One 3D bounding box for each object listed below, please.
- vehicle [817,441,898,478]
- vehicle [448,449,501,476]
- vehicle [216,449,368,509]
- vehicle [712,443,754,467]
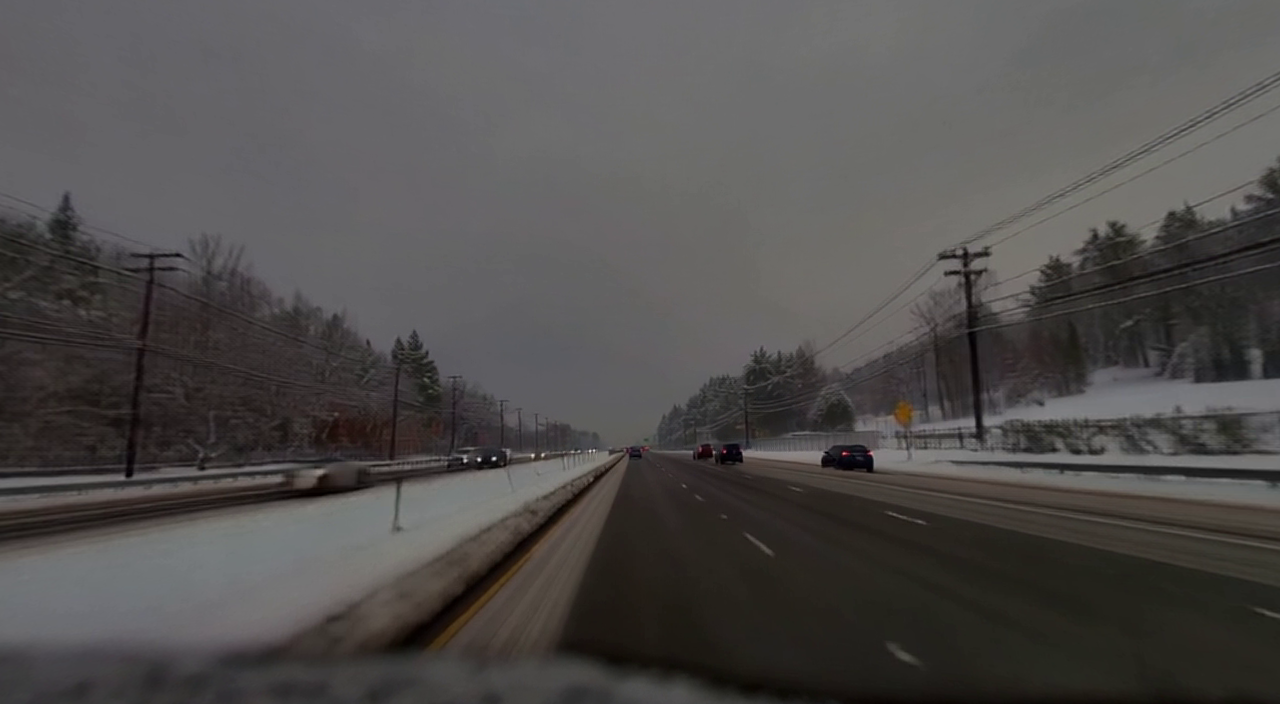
[{"bbox_3d":[9.622,4.777,28.350,1.969,1.506,4.422,0,-8,-2],"label":"vehicle"},{"bbox_3d":[-10.140,6.771,39.044,1.989,1.498,4.593,0,-9,0],"label":"vehicle"},{"bbox_3d":[-9.880,3.600,18.456,1.896,1.499,4.497,0,-8,0],"label":"vehicle"},{"bbox_3d":[6.336,7.090,43.648,2.069,1.520,4.614,0,-8,-1],"label":"vehicle"}]
